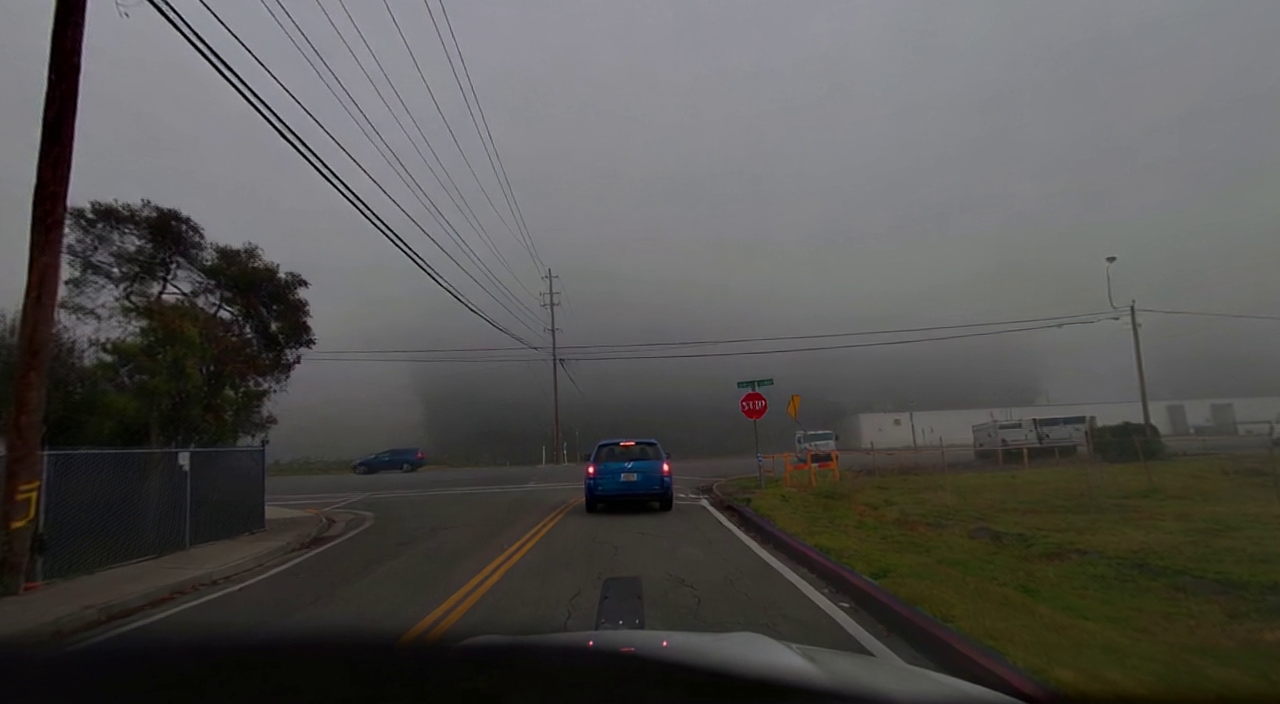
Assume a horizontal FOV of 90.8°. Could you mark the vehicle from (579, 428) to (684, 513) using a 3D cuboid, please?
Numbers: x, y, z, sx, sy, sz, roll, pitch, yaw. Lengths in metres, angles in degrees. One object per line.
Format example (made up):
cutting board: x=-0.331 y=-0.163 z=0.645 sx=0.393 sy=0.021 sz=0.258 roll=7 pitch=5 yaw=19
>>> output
vehicle: x=-0.233 y=2.733 z=15.054 sx=2.137 sy=1.698 sz=4.166 roll=0 pitch=-8 yaw=-2

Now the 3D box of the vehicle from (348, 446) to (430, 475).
vehicle: x=-15.853 y=6.845 z=40.009 sx=4.415 sy=1.753 sz=2.029 roll=-3 pitch=-9 yaw=16
